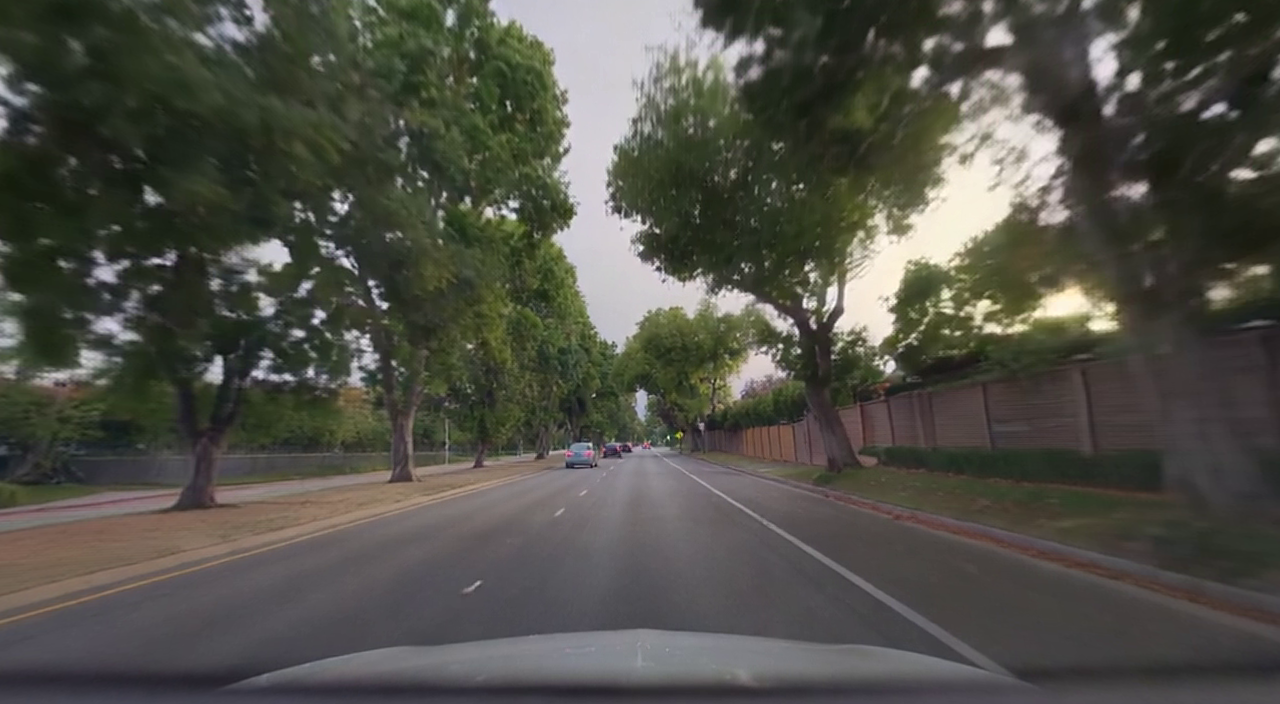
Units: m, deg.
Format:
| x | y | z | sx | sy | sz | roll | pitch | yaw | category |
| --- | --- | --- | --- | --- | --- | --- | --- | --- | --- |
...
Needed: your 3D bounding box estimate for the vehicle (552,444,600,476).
| x | y | z | sx | sy | sz | roll | pitch | yaw | category |
| --- | --- | --- | --- | --- | --- | --- | --- | --- | --- |
| -3.075 | 5.298 | 31.295 | 1.870 | 1.431 | 4.317 | -1 | -8 | 1 | vehicle |
